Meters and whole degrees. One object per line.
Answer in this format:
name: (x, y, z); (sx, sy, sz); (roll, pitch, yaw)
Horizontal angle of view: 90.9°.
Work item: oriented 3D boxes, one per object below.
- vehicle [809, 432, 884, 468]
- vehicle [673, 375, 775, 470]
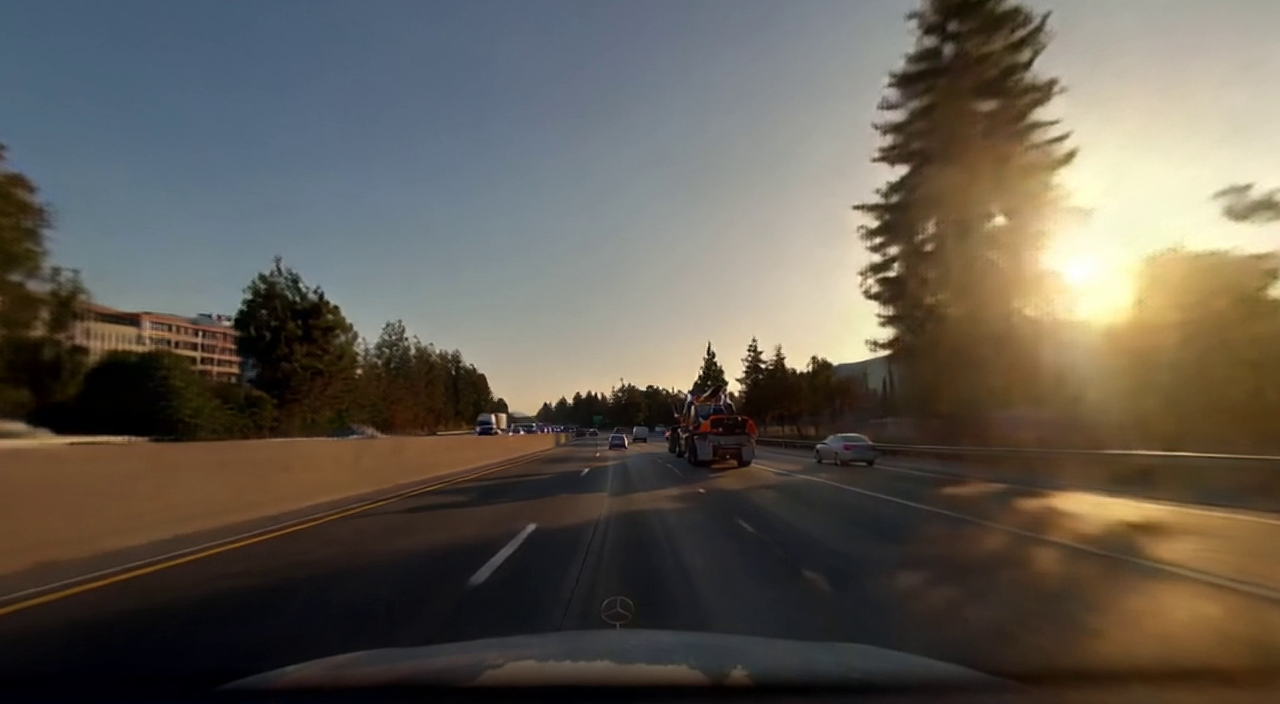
vehicle: (9.067, 4.328, 28.090); (1.820, 1.469, 4.257); (0, -8, -1)
vehicle: (3.583, 3.448, 29.949); (2.912, 3.738, 10.123); (0, -8, -3)
